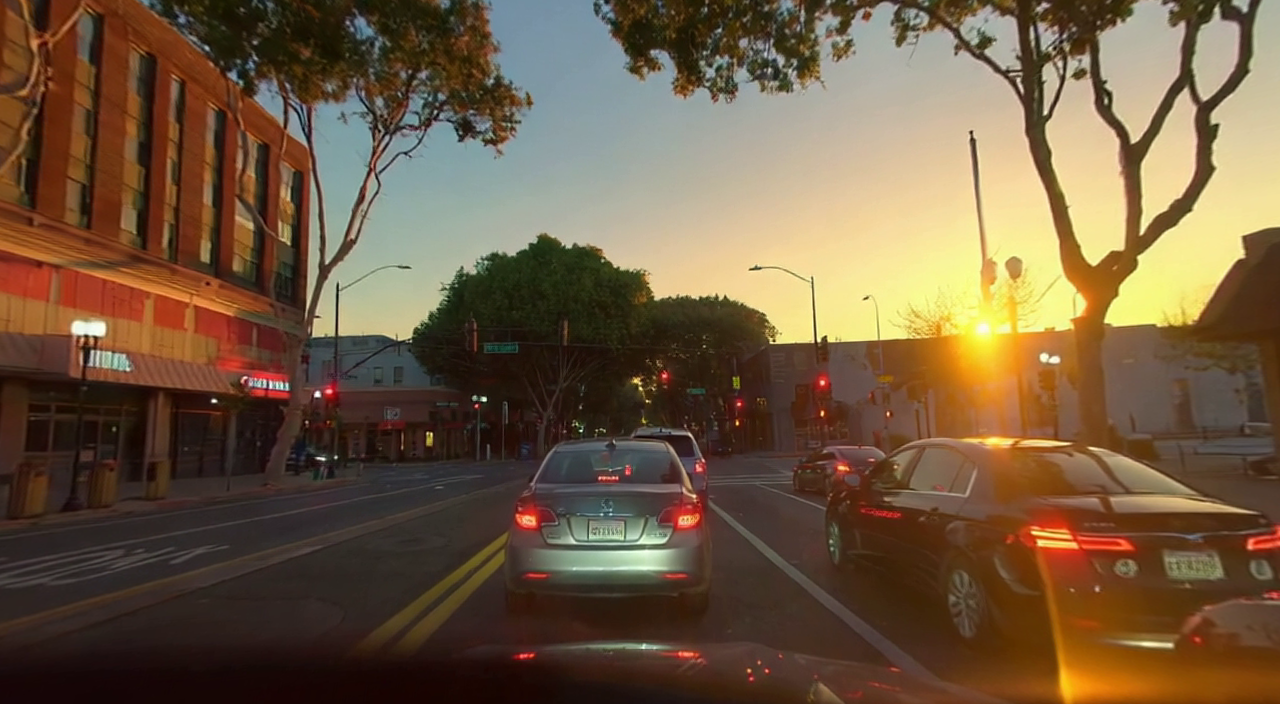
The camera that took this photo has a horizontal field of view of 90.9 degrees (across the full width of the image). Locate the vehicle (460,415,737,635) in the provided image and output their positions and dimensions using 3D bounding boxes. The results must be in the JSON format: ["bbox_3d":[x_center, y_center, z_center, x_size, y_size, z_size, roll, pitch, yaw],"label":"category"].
[{"bbox_3d":[-0.284,1.456,6.237,1.888,1.489,3.703,0,-8,0],"label":"vehicle"}]

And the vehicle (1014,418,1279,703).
[{"bbox_3d":[3.176,0.824,1.150,2.006,1.496,4.767,0,-8,-1],"label":"vehicle"}]

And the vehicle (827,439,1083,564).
[{"bbox_3d":[4.527,2.157,10.045,1.912,1.505,4.618,-1,-8,3],"label":"vehicle"}]
